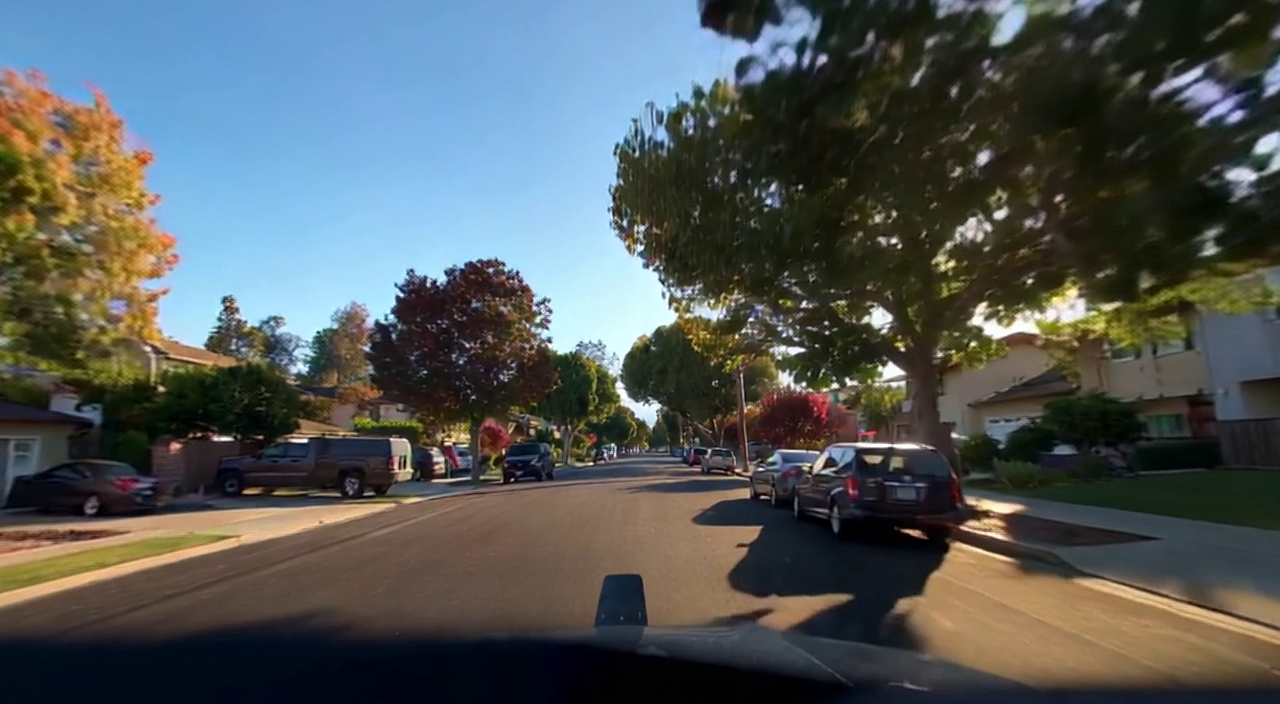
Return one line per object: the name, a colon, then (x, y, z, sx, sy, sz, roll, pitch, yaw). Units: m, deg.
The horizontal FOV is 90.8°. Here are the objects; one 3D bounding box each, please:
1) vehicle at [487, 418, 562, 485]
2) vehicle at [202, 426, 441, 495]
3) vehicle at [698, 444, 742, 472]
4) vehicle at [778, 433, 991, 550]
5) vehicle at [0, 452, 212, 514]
vehicle: (-5.586, 4.909, 31.448, 2.313, 2.875, 6.057, -3, -8, 2)
vehicle: (-10.376, 3.573, 21.067, 6.540, 2.079, 2.565, 0, -8, 2)
vehicle: (4.719, 6.328, 37.874, 2.016, 1.544, 4.645, 0, -8, 0)
vehicle: (3.810, 2.229, 10.959, 1.970, 1.530, 4.899, 0, -8, 3)
vehicle: (-14.587, 3.491, 17.060, 4.565, 1.489, 1.950, 1, -8, -1)
